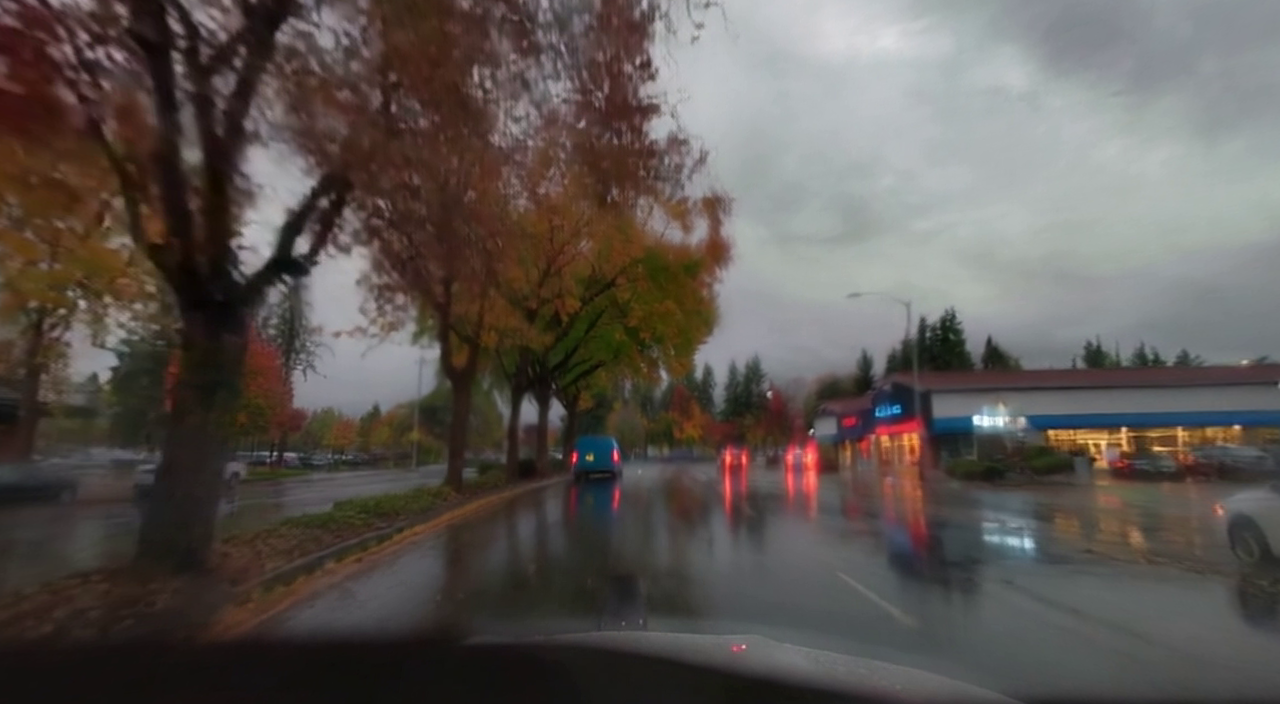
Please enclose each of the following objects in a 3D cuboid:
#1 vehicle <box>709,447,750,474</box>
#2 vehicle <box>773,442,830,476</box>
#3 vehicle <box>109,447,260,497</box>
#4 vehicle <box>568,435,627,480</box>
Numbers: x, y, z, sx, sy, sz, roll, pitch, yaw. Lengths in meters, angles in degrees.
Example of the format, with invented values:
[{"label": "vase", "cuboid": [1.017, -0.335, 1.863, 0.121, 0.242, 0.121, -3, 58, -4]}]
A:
[{"label": "vehicle", "cuboid": [5.224, 6.385, 37.450, 1.886, 1.464, 4.290, 0, -8, 1]}, {"label": "vehicle", "cuboid": [8.810, 5.877, 34.856, 2.040, 1.738, 4.414, 0, -8, 1]}, {"label": "vehicle", "cuboid": [-18.320, 4.813, 25.795, 1.914, 1.785, 5.408, -1, -8, 3]}, {"label": "vehicle", "cuboid": [-1.856, 4.823, 29.156, 2.344, 1.863, 4.665, 0, -8, 0]}]
